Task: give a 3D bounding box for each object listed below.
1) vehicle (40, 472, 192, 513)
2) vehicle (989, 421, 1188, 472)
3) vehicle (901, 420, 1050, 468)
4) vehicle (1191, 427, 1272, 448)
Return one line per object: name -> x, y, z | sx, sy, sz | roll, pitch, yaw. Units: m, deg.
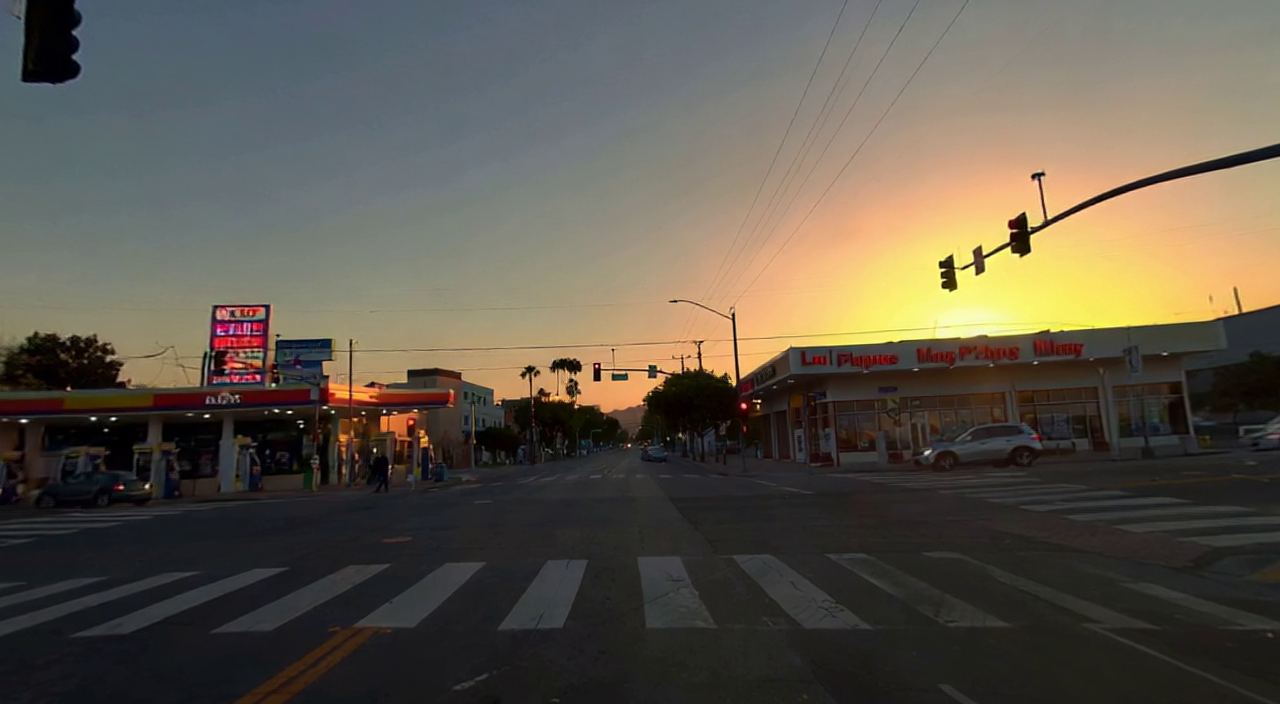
vehicle -> -21.196, 5.679, 25.656 | 4.676, 1.463, 1.909 | -1, -8, 6
vehicle -> 14.358, 3.097, 20.619 | 4.835, 1.487, 1.913 | -4, -9, 20
vehicle -> 13.023, 3.652, 24.946 | 4.916, 1.730, 1.986 | -4, -9, 21
vehicle -> 42.046, 6.067, 44.915 | 4.347, 1.446, 1.777 | 1, -9, -9
